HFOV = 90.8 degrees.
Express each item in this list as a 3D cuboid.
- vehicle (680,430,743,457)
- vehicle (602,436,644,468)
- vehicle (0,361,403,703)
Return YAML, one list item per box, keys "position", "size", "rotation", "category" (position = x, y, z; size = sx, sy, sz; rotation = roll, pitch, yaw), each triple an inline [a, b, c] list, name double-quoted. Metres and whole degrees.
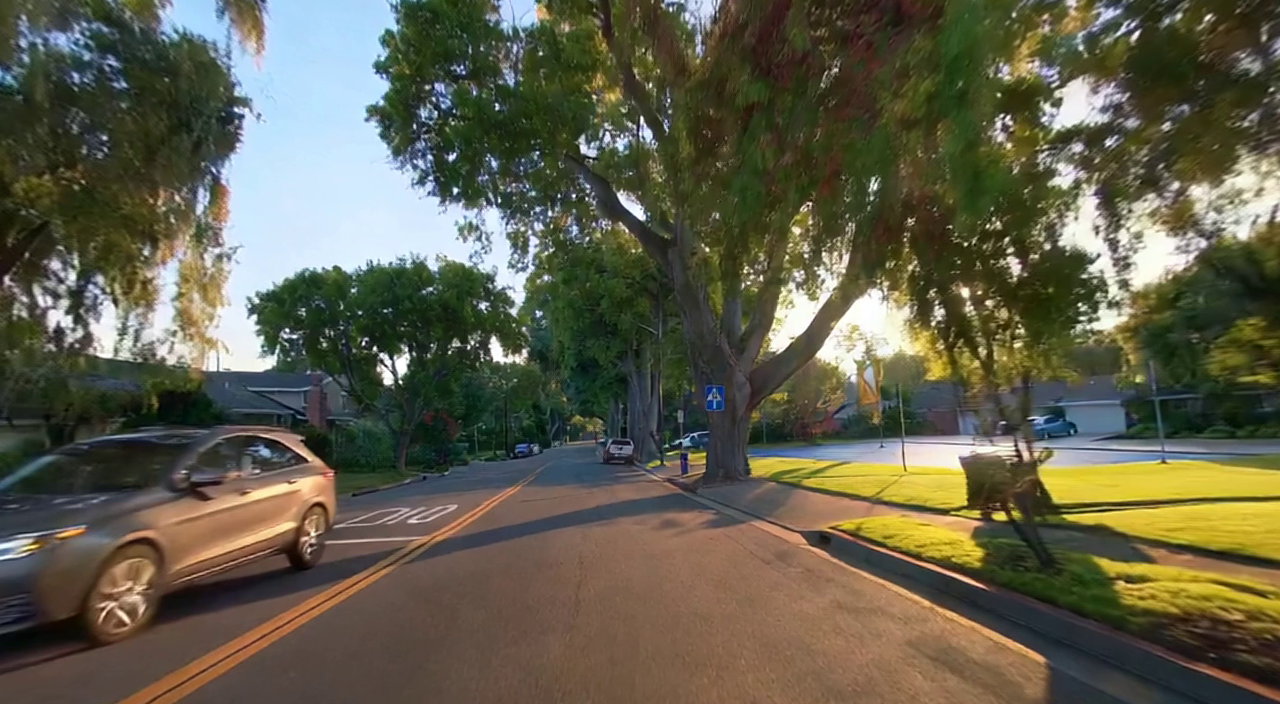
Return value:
- position: [5.393, 6.795, 47.281]
  size: [4.390, 1.696, 1.954]
  rotation: [1, -8, -36]
  category: "vehicle"
- position: [-1.084, 5.963, 37.784]
  size: [2.204, 1.776, 4.262]
  rotation: [1, -8, -6]
  category: "vehicle"
- position: [-4.153, 1.308, 5.763]
  size: [2.153, 1.799, 5.026]
  rotation: [0, -8, -2]
  category: "vehicle"
